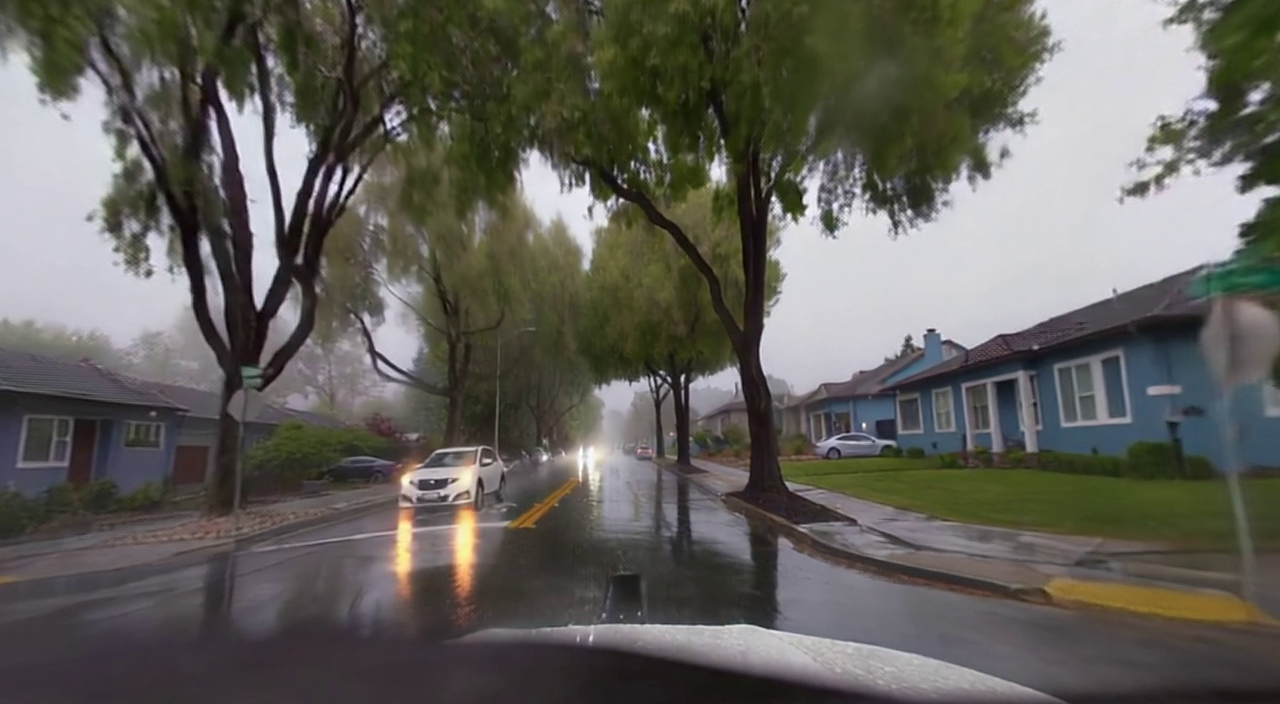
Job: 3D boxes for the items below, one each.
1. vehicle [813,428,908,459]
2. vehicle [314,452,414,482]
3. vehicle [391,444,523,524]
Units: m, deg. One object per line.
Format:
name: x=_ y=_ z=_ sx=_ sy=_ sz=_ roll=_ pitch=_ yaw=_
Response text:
vehicle: x=11.661 y=4.861 z=33.675 sx=4.389 sy=1.480 sz=2.038 roll=-2 pitch=-7 yaw=8
vehicle: x=-14.707 y=6.116 z=33.734 sx=4.487 sy=1.464 sz=1.889 roll=-1 pitch=-9 yaw=10
vehicle: x=-4.338 y=3.175 z=15.805 sx=1.973 sy=1.683 sz=4.400 roll=0 pitch=-9 yaw=0
